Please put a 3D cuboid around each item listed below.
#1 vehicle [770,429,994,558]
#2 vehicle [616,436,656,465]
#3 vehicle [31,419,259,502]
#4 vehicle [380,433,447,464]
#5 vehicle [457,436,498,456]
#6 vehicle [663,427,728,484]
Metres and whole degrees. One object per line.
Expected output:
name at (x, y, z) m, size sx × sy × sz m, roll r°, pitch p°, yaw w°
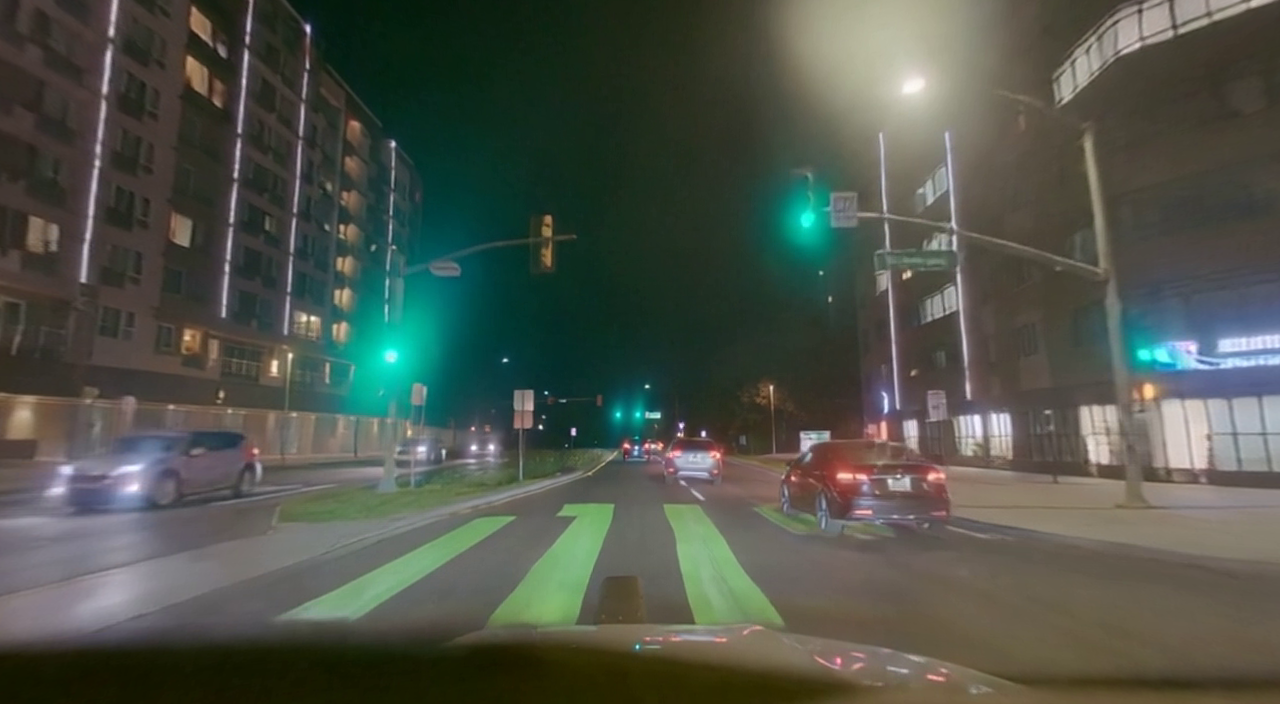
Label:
vehicle at (3.504, 2.096, 10.153) m, size 1.906 × 1.608 × 4.137 m, roll 0°, pitch -8°, yaw -1°
vehicle at (-0.251, 5.385, 34.806) m, size 2.059 × 1.492 × 3.925 m, roll 0°, pitch -8°, yaw -1°
vehicle at (-12.594, 2.790, 16.657) m, size 2.076 × 1.836 × 4.847 m, roll 0°, pitch -8°, yaw 0°
vehicle at (-12.256, 5.276, 34.541) m, size 1.969 × 1.566 × 4.549 m, roll 0°, pitch -8°, yaw 0°
vehicle at (-12.677, 7.381, 49.594) m, size 1.926 × 1.446 × 4.565 m, roll 0°, pitch -8°, yaw 0°
vehicle at (2.123, 3.980, 24.675) m, size 2.206 × 1.858 × 5.332 m, roll 2°, pitch -8°, yaw 4°
